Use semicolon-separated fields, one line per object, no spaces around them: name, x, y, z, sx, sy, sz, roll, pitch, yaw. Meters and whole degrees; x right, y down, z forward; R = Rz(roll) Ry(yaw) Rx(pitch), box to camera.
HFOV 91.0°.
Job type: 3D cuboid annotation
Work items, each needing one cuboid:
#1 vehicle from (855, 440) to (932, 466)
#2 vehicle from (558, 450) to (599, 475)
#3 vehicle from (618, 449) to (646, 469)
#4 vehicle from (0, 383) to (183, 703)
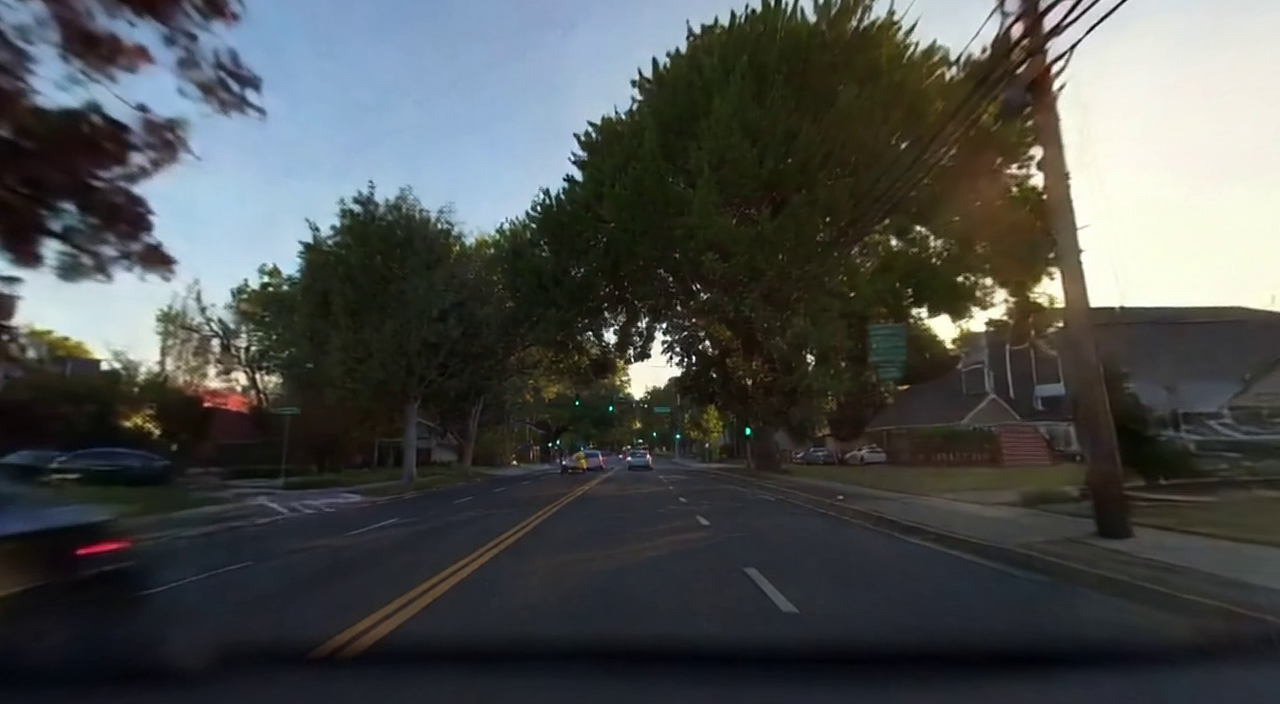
vehicle;18.201;7.270;45.370;4.633;1.823;1.953;0;-9;-1
vehicle;-3.781;6.877;39.442;2.030;1.490;4.427;0;-9;1
vehicle;-0.614;8.342;49.367;2.093;1.497;4.010;0;-9;-1
vehicle;-3.525;0.742;1.136;2.017;1.634;4.479;0;-9;0
